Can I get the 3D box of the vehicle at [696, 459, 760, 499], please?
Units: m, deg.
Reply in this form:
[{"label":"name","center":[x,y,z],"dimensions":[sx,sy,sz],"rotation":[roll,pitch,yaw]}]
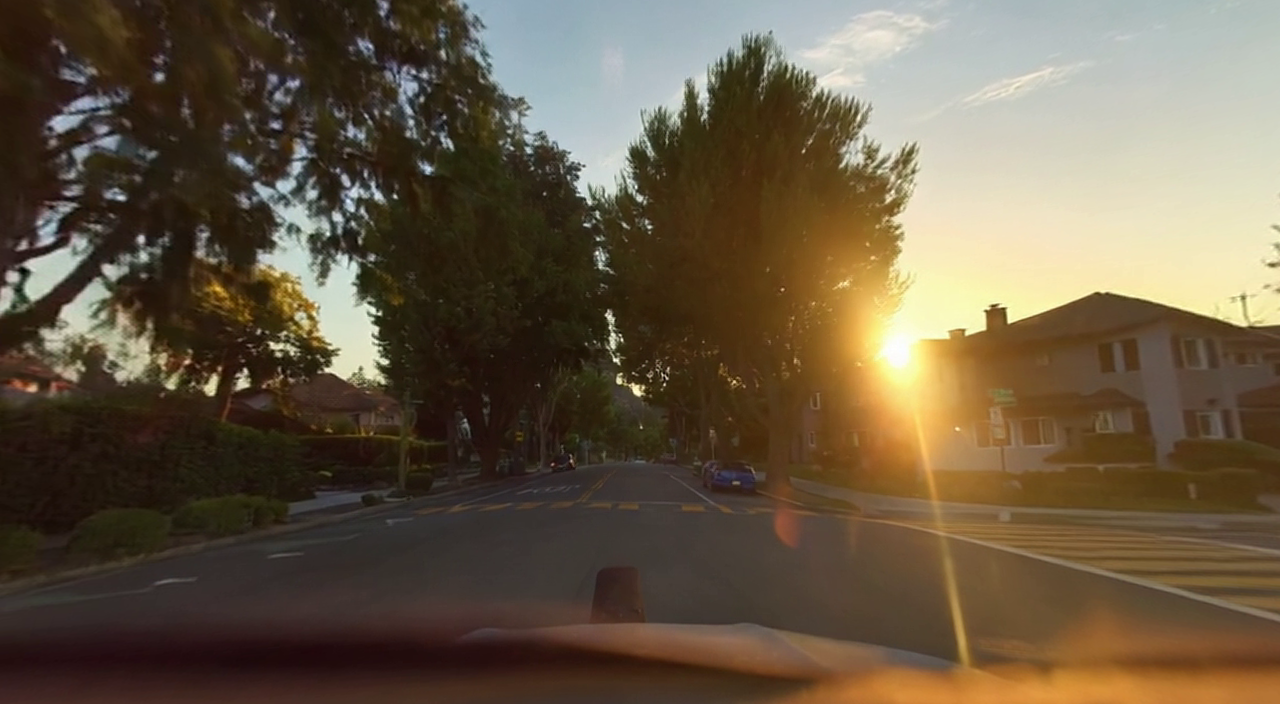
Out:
[{"label":"vehicle","center":[3.668,5.400,27.154],"dimensions":[1.961,1.472,4.434],"rotation":[0,-8,-2]}]
